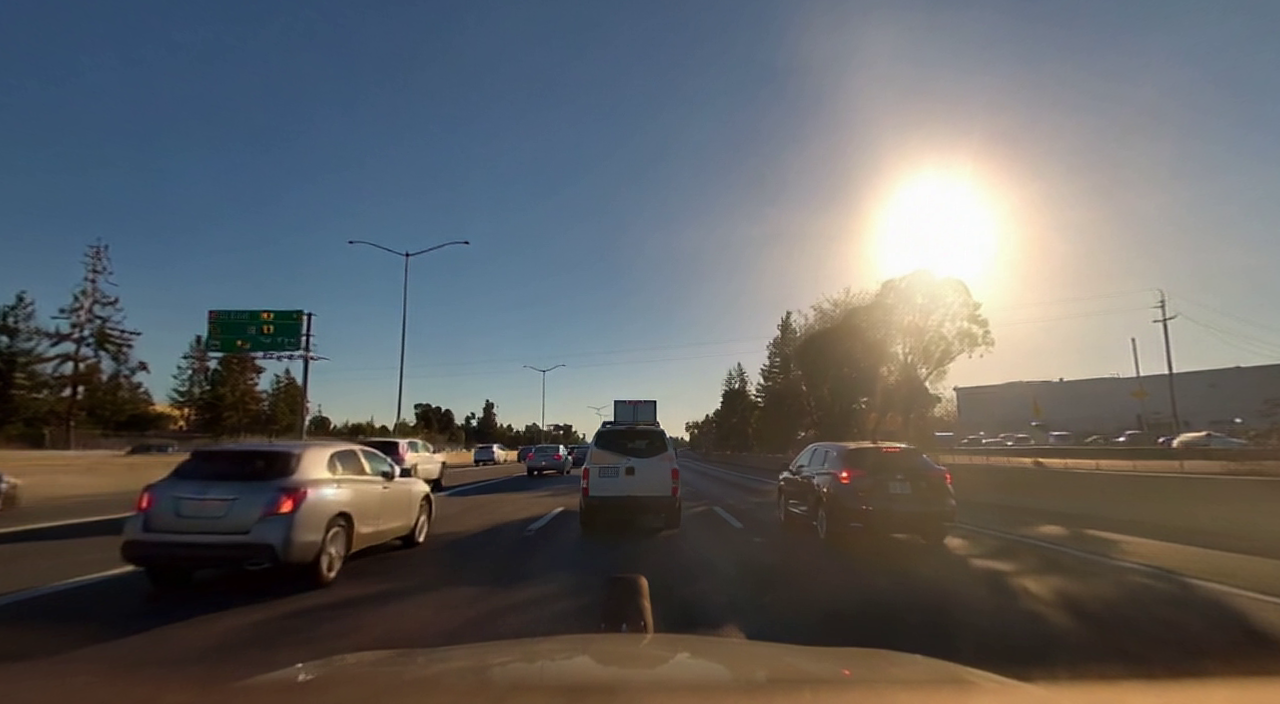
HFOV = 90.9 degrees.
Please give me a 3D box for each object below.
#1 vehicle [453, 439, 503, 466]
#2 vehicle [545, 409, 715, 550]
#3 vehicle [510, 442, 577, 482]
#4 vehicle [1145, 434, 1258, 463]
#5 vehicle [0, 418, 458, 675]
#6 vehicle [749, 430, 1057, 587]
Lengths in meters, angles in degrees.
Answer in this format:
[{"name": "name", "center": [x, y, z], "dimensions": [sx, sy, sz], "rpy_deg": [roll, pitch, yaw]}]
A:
[{"name": "vehicle", "center": [-10.912, 6.827, 42.840], "dimensions": [2.129, 1.720, 4.547], "rpy_deg": [0, -9, 1]}, {"name": "vehicle", "center": [-0.142, 1.919, 10.077], "dimensions": [2.152, 1.779, 3.924], "rpy_deg": [0, -9, 0]}, {"name": "vehicle", "center": [-3.770, 4.369, 25.277], "dimensions": [2.005, 1.458, 4.143], "rpy_deg": [0, -9, 0]}, {"name": "vehicle", "center": [31.842, 5.513, 35.940], "dimensions": [1.805, 1.536, 4.325], "rpy_deg": [3, -9, -18]}, {"name": "vehicle", "center": [-3.471, 1.463, 5.944], "dimensions": [2.132, 1.464, 4.481], "rpy_deg": [0, -9, 1]}, {"name": "vehicle", "center": [2.916, 1.838, 8.330], "dimensions": [2.018, 1.470, 4.491], "rpy_deg": [0, -9, -2]}]
